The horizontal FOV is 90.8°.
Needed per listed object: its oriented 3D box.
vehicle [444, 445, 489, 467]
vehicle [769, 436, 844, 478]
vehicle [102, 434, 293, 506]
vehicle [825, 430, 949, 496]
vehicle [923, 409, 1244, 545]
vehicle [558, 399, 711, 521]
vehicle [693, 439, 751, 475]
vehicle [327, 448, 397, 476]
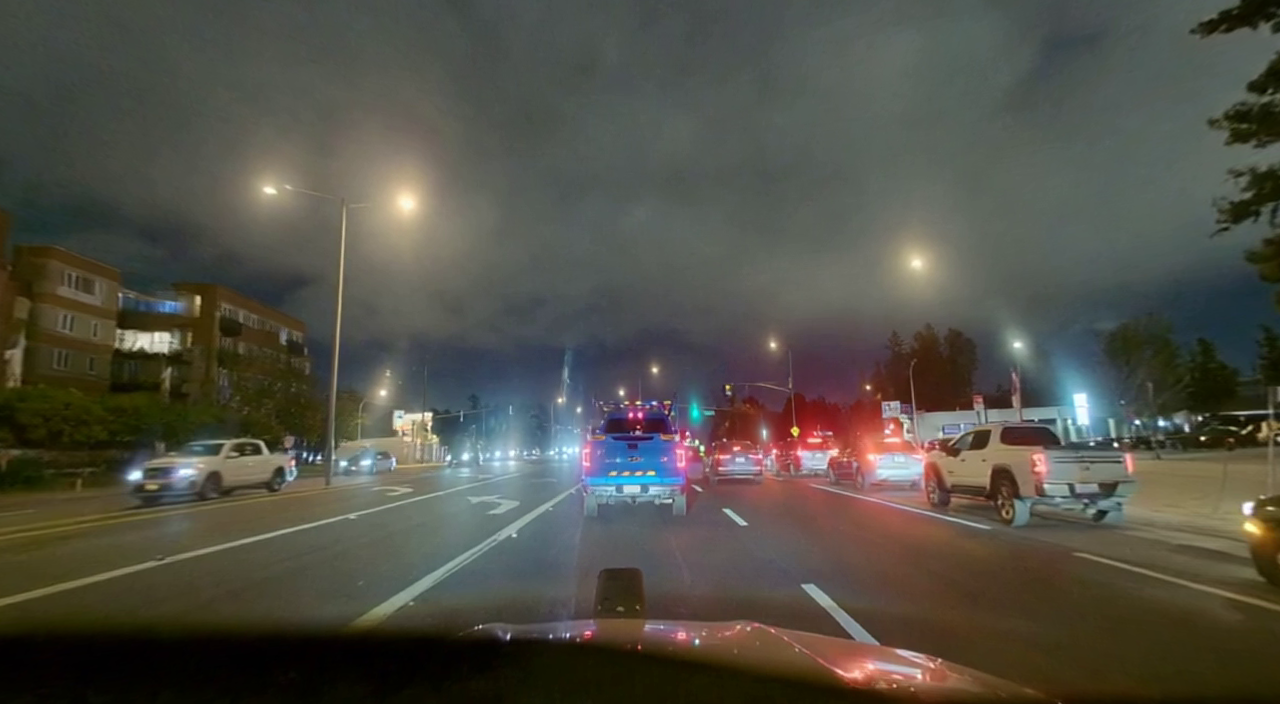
[{"bbox_3d":[-12.259,7.362,44.908,1.906,1.461,4.333,0,-9,1],"label":"vehicle"},{"bbox_3d":[7.098,4.505,27.398,1.953,1.665,4.327,0,-9,-1],"label":"vehicle"},{"bbox_3d":[-11.708,3.122,17.194,2.028,1.693,4.331,0,-9,0],"label":"vehicle"},{"bbox_3d":[7.103,3.236,18.742,1.931,1.692,4.267,0,-9,0],"label":"vehicle"},{"bbox_3d":[6.848,1.975,10.589,2.023,1.771,4.488,0,-9,-1],"label":"vehicle"},{"bbox_3d":[-0.120,2.322,14.000,2.682,2.117,5.706,0,-9,0],"label":"vehicle"},{"bbox_3d":[3.585,4.707,28.423,1.960,1.474,4.279,0,-9,-1],"label":"vehicle"},{"bbox_3d":[-16.056,6.328,36.764,1.910,1.485,4.802,0,-9,0],"label":"vehicle"}]
